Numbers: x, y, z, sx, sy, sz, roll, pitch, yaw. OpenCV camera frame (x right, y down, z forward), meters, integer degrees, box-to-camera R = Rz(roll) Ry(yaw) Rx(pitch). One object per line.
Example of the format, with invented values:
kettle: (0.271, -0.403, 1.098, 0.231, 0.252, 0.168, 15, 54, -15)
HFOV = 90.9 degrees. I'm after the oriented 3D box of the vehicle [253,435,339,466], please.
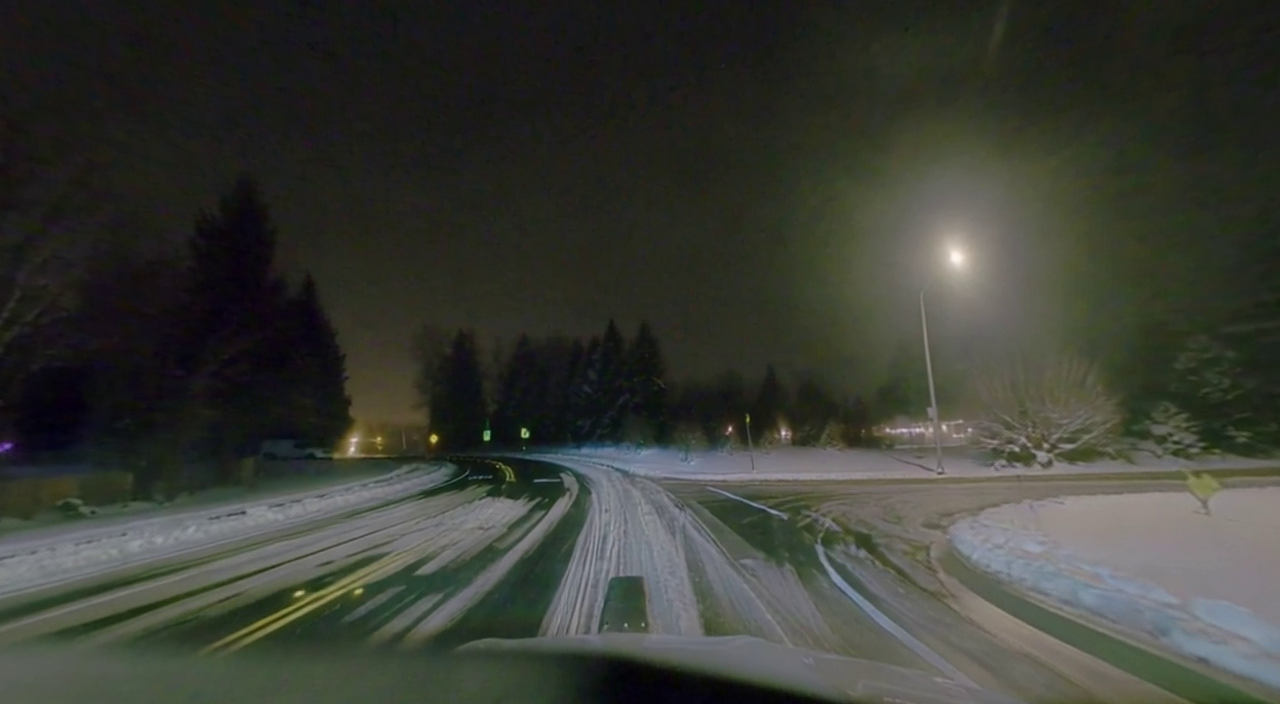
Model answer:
vehicle: (-23.166, 6.647, 42.516, 4.699, 1.996, 2.116, -2, -9, 11)
